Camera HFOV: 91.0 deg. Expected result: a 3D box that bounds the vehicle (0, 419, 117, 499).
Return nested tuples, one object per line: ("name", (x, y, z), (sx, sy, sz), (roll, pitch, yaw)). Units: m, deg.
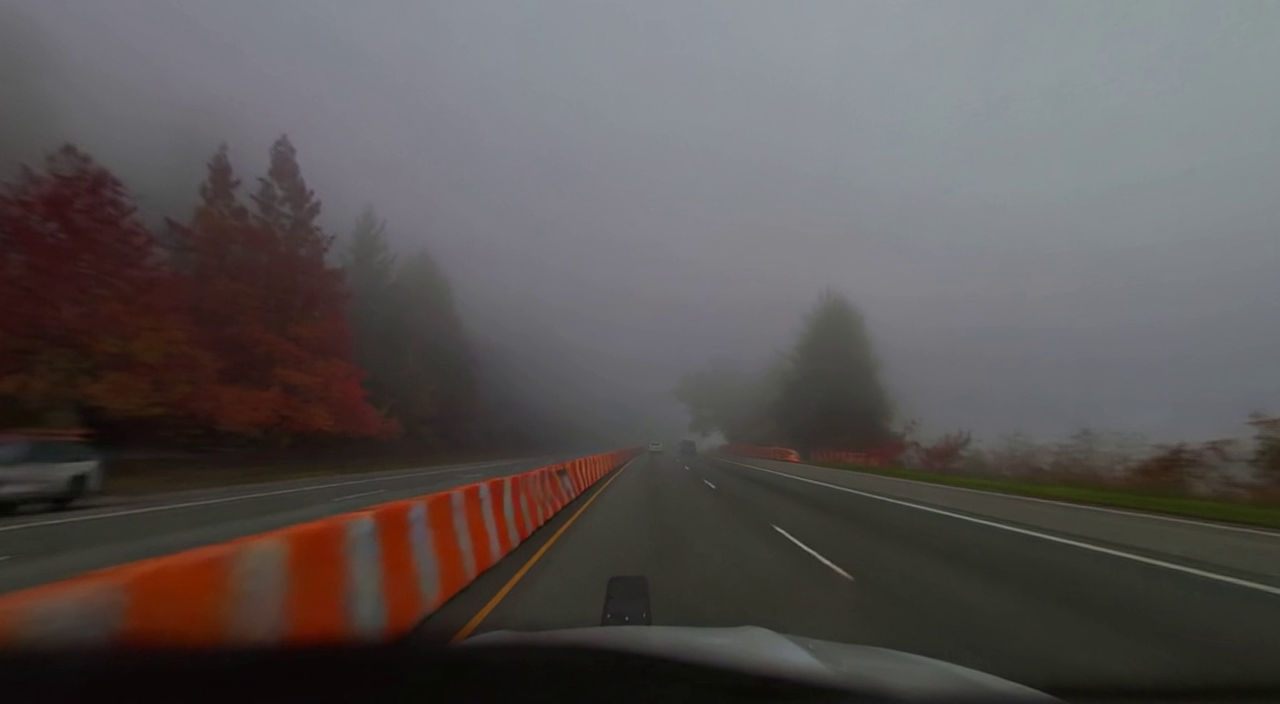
("vehicle", (-14.906, 2.403, 14.190), (1.984, 1.726, 4.775), (0, -8, 2))
